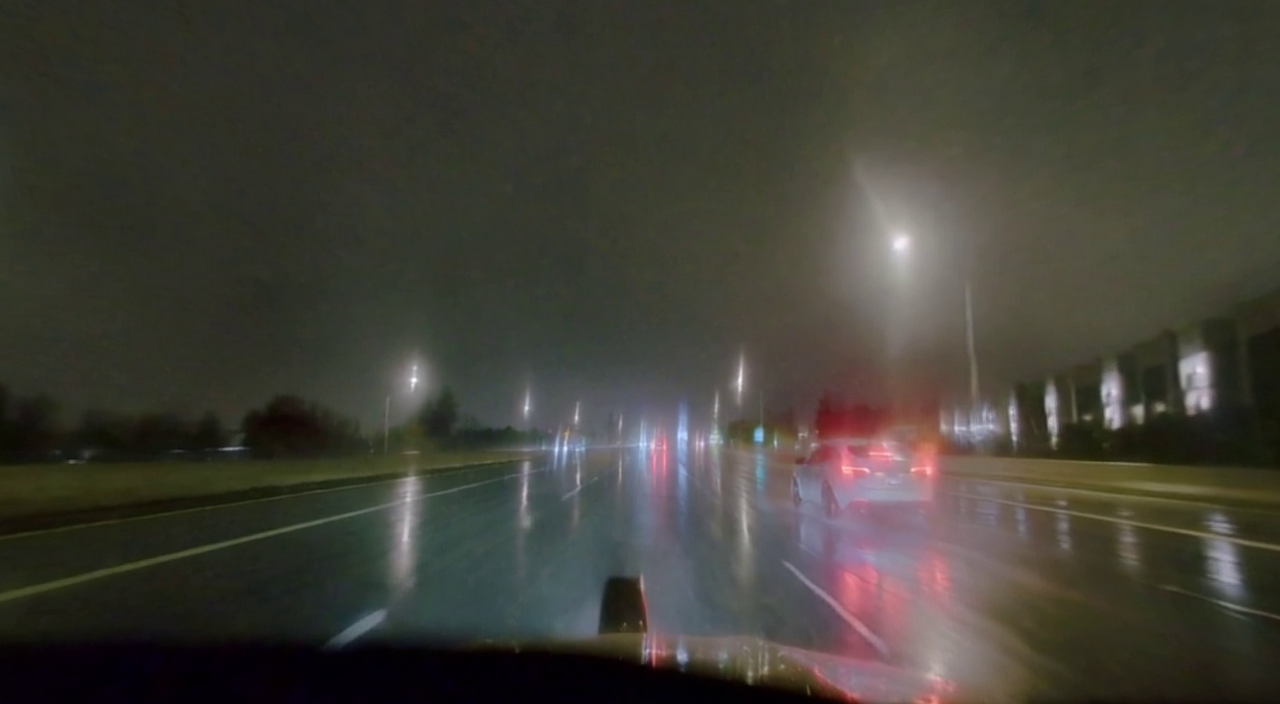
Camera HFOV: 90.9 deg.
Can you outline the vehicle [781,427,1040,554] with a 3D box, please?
[{"bbox_3d":[3.766,2.005,9.929,1.999,1.492,4.673,0,-8,0],"label":"vehicle"}]
